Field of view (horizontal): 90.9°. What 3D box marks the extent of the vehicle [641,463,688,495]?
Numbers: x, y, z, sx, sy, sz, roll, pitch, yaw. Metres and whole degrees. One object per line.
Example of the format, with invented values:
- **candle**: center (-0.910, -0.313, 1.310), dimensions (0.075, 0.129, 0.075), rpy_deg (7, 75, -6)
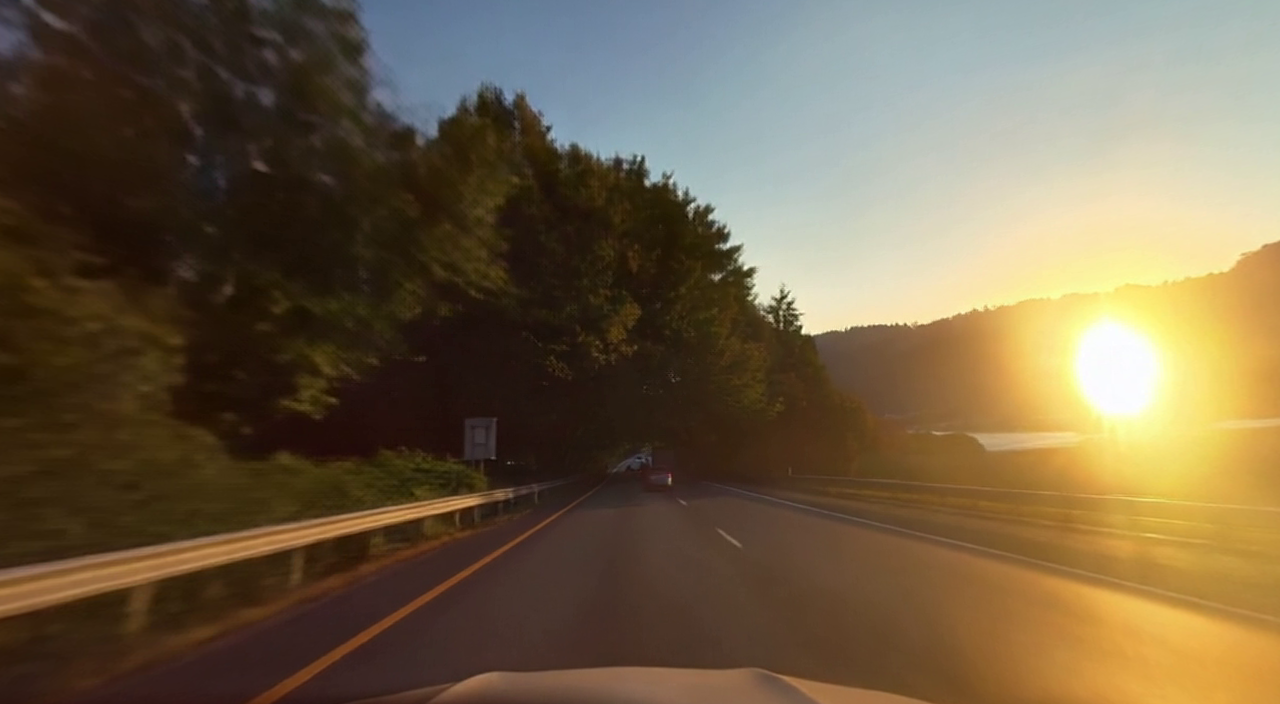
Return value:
- **vehicle**: center (1.165, 6.233, 31.047), dimensions (1.976, 1.467, 3.783), rpy_deg (1, -11, -3)
